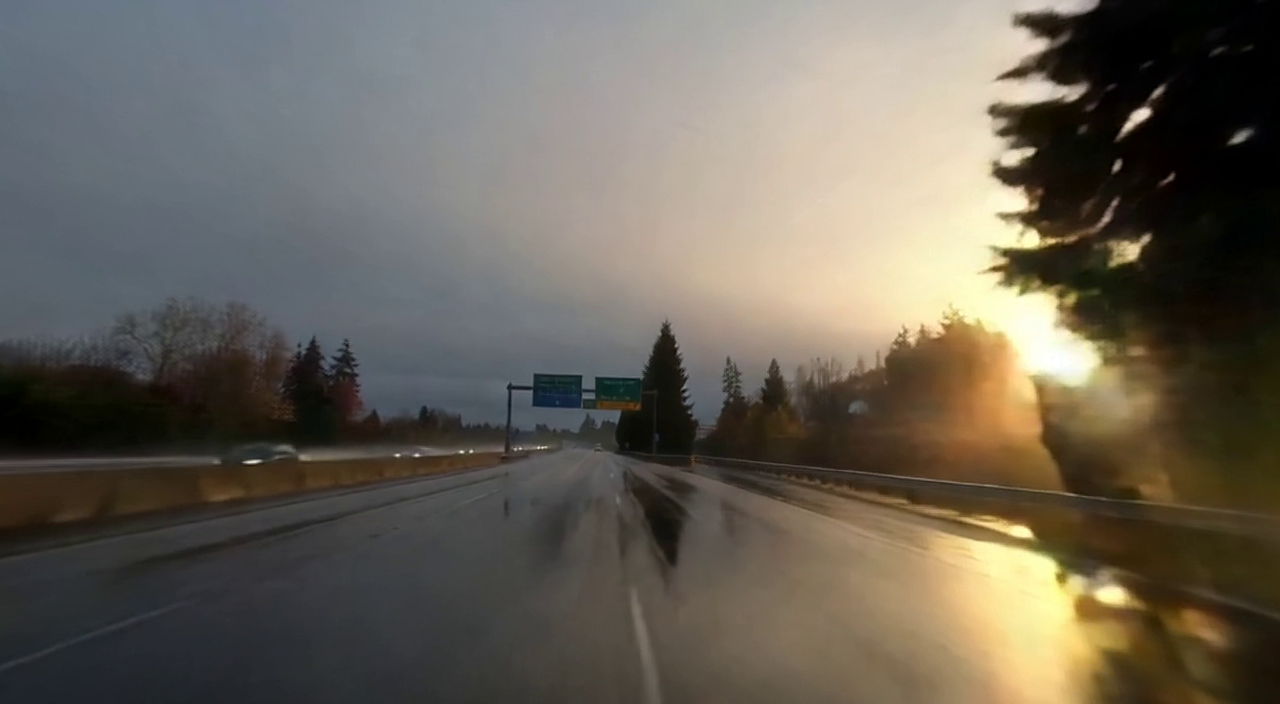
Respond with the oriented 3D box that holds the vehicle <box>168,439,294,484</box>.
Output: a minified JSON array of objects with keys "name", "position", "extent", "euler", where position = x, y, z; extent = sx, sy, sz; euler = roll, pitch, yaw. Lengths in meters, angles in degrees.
[{"name":"vehicle","position":[-15.444,4.147,24.001],"extent":[1.916,1.524,4.522],"euler":[0,-9,-3]}]

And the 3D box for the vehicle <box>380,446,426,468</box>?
[{"name":"vehicle","position":[-17.036,7.538,45.250],"extent":[1.821,1.465,4.446],"euler":[0,-9,-3]}]
